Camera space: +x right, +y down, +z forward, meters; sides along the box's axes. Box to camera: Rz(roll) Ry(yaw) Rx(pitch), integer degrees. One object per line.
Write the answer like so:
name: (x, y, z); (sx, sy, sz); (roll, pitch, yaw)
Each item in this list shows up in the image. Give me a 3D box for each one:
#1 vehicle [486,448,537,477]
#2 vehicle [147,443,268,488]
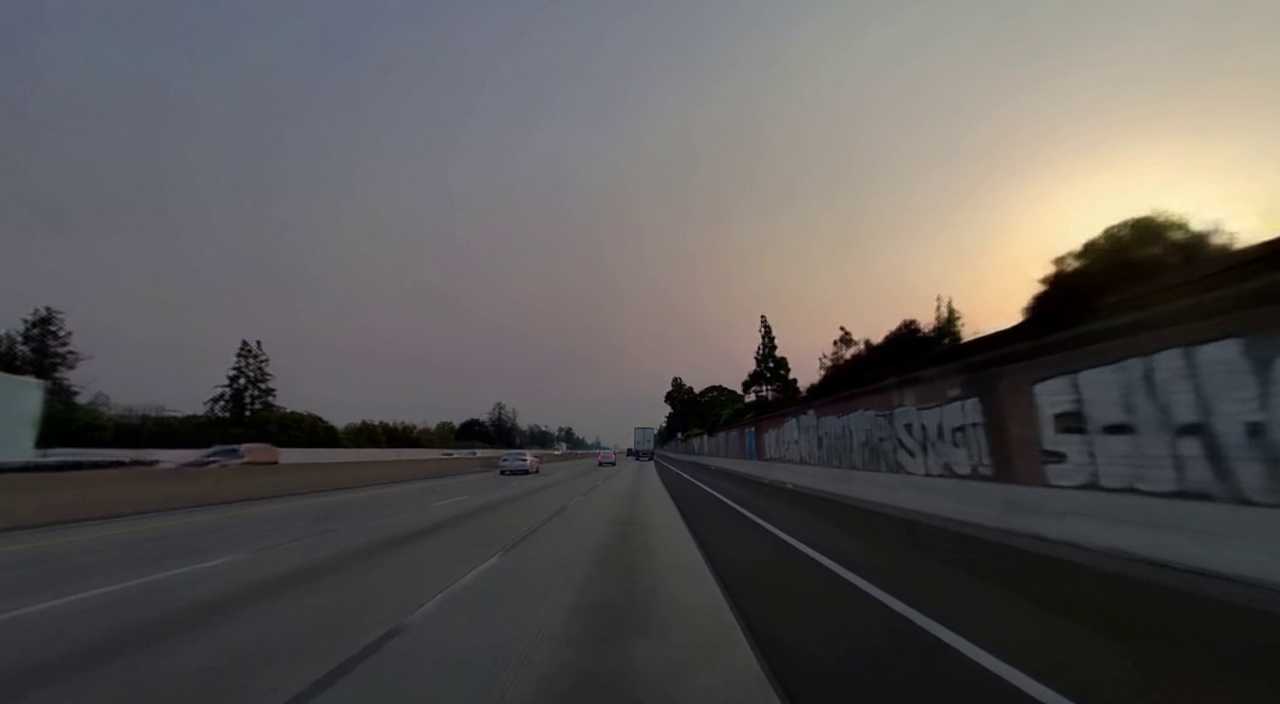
vehicle: (-6.687, 5.760, 33.080); (2.027, 1.431, 3.033); (0, -9, 1)
vehicle: (-18.292, 4.790, 26.962); (1.989, 1.732, 4.444); (0, -9, 0)
